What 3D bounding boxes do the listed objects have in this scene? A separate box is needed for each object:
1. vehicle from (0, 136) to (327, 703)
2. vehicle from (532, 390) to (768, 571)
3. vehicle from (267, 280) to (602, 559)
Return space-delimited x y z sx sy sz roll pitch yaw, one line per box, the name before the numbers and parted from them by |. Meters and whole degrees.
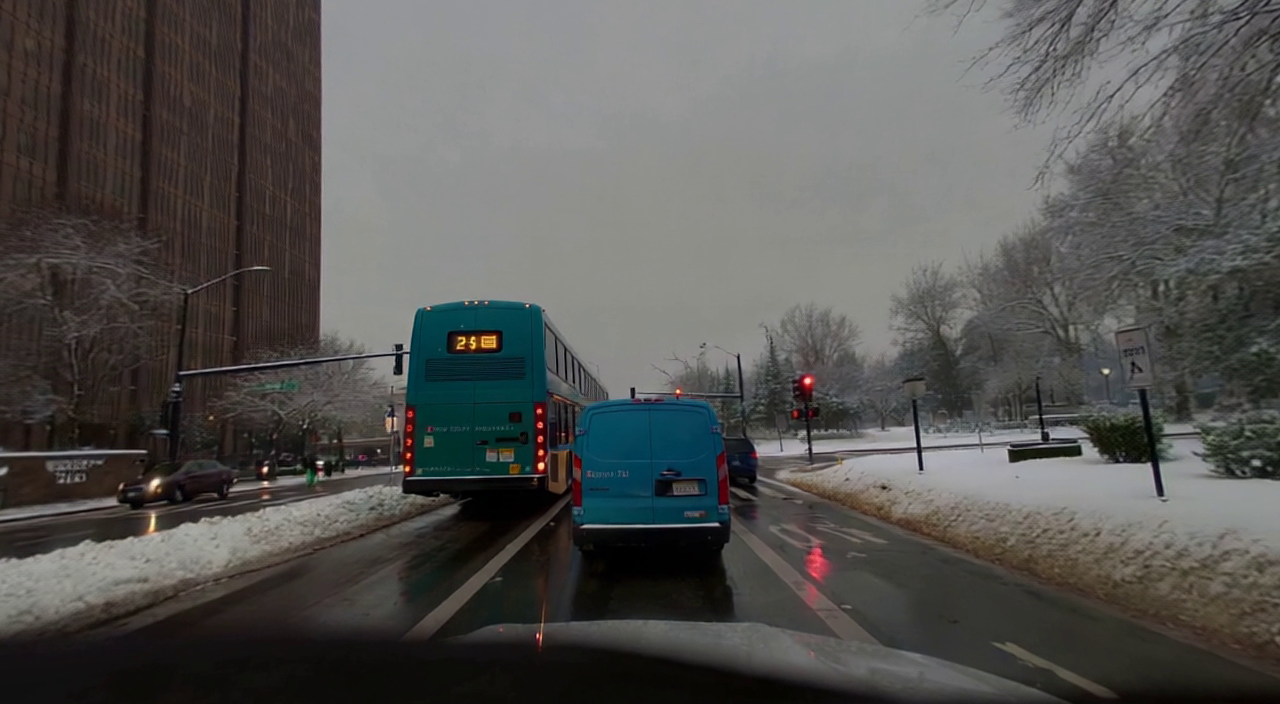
vehicle | -2.751 0.325 0.226 2.329 2.089 5.659 0 -9 0
vehicle | 0.132 1.694 8.944 2.500 1.912 4.270 0 -9 1
vehicle | -2.902 1.802 14.590 3.042 3.445 13.615 0 -9 1
